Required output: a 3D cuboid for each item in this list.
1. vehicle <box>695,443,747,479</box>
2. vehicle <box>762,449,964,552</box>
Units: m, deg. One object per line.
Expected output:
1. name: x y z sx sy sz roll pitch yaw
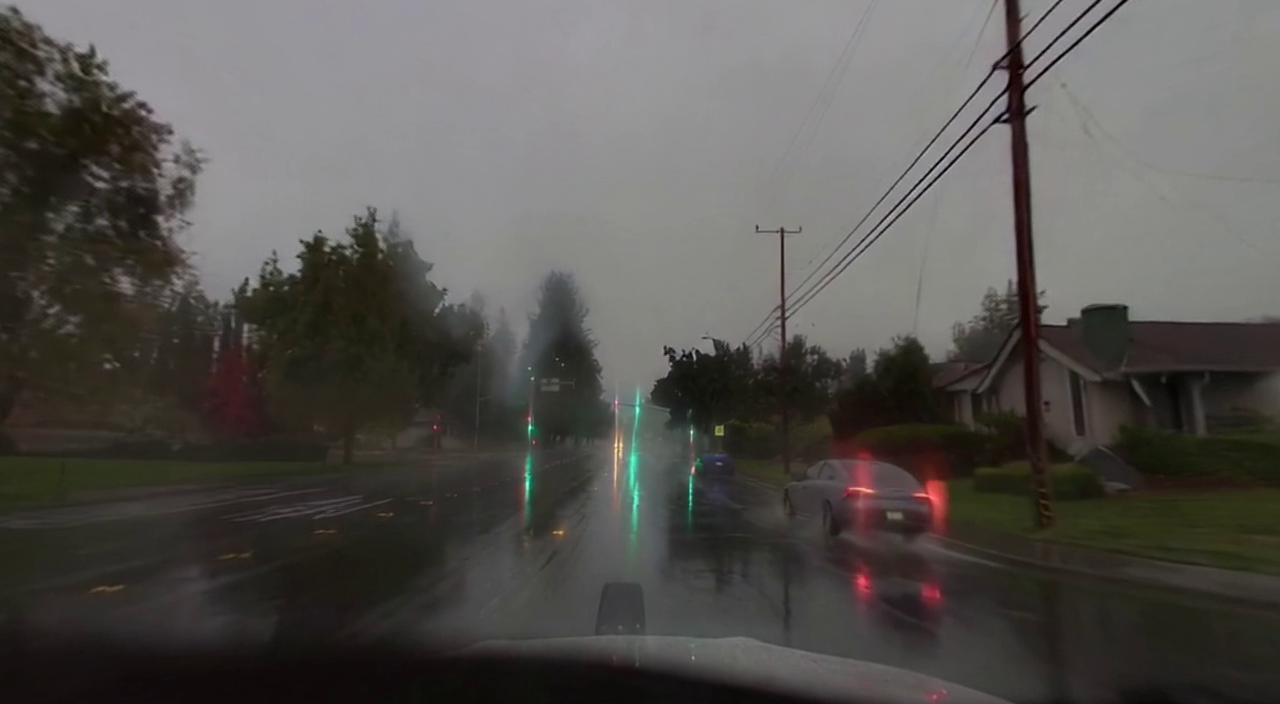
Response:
1. vehicle: 4.086 5.560 32.648 2.020 1.690 4.621 0 -8 -1
2. vehicle: 3.817 2.597 11.880 2.031 1.500 4.590 0 -8 -1
